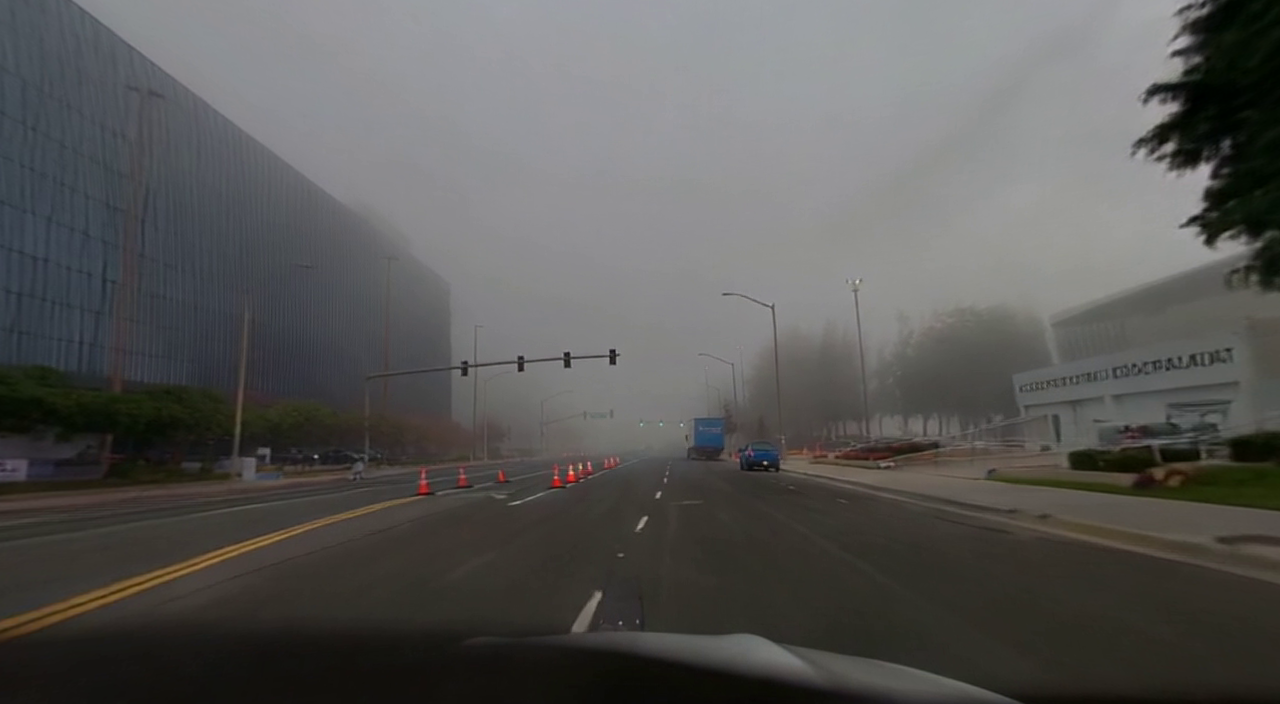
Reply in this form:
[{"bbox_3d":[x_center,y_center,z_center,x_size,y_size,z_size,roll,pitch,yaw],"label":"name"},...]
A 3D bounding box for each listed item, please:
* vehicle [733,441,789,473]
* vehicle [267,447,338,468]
[{"bbox_3d":[6.454,5.639,34.255,2.098,1.619,4.433,0,-8,-1],"label":"vehicle"},{"bbox_3d":[-25.352,7.926,47.603,4.237,1.490,1.901,0,-8,-2],"label":"vehicle"}]
